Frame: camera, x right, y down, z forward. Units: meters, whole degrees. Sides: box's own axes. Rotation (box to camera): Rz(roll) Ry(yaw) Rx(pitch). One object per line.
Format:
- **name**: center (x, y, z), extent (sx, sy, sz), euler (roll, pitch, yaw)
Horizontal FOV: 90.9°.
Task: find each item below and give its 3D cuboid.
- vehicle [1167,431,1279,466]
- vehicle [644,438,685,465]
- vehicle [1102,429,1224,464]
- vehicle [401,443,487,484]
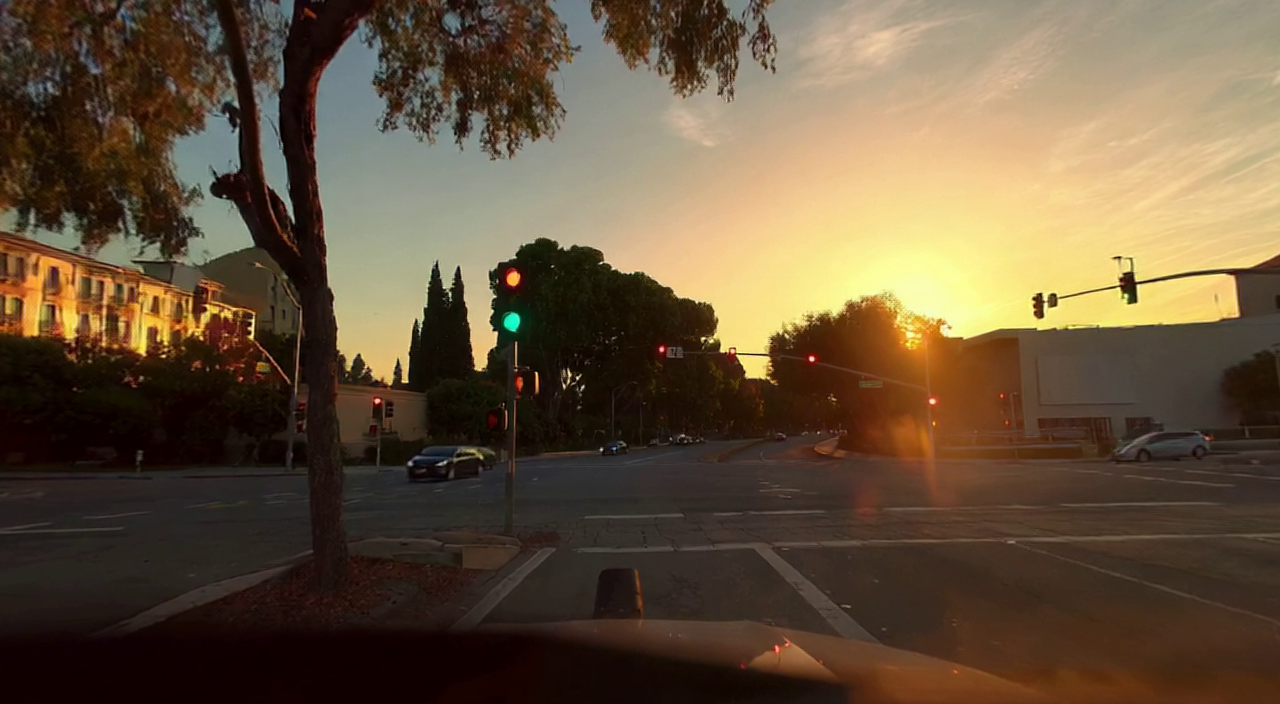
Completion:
- **vehicle**: center (26.293, 4.243, 27.880), extent (4.644, 1.470, 1.922), euler (1, -8, -10)
- **vehicle**: center (1.741, 6.776, 43.255), extent (2.197, 1.739, 4.177), euler (-2, -8, 10)
- **vehicle**: center (25.923, 4.681, 31.353), extent (4.441, 1.674, 2.035), euler (1, -8, -8)
- **vehicle**: center (-7.800, 4.451, 25.533), extent (1.877, 1.481, 3.853), euler (-1, -8, 6)
